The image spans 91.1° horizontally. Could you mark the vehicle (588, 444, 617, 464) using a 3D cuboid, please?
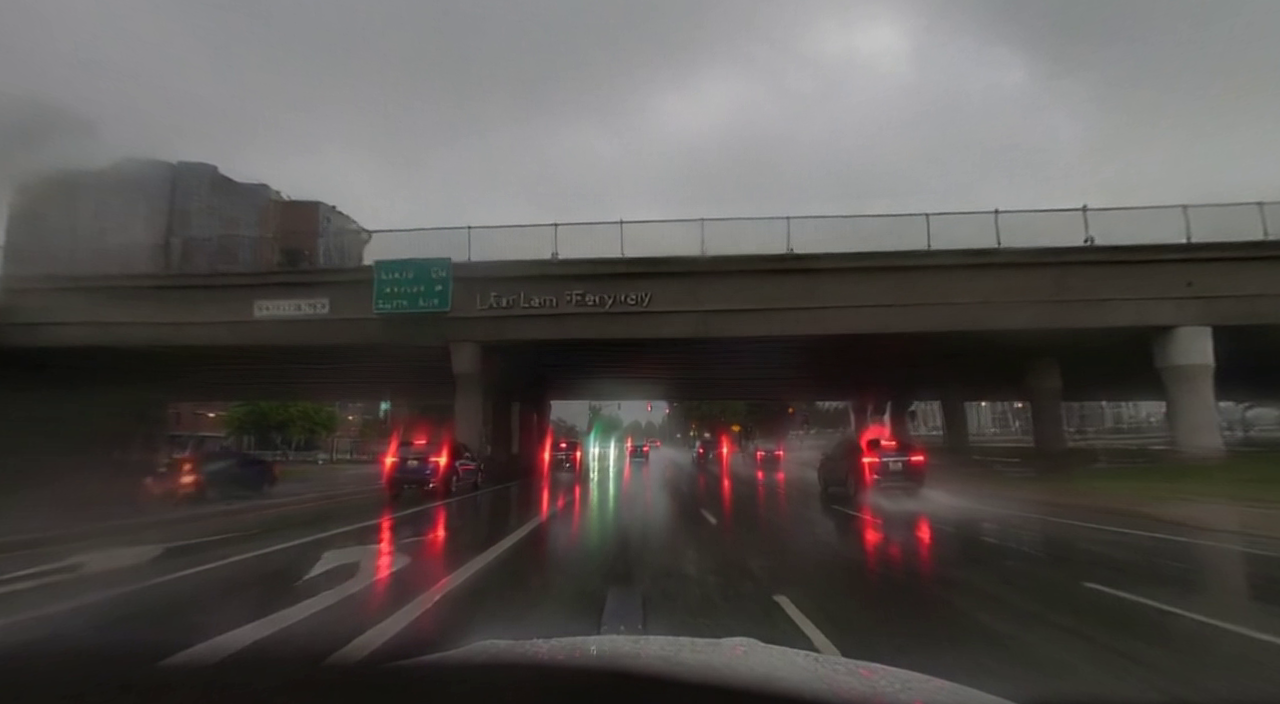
[{"bbox_3d":[-2.841,7.886,48.830,1.980,1.491,4.351,0,-8,0],"label":"vehicle"}]

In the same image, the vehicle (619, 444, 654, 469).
[{"bbox_3d":[-0.216,6.390,38.748,2.026,1.453,3.780,0,-8,0],"label":"vehicle"}]

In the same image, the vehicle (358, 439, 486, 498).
[{"bbox_3d":[-6.071,3.280,18.142,2.070,1.488,4.376,0,-8,1],"label":"vehicle"}]

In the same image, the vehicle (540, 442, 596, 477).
[{"bbox_3d":[-3.208,4.907,28.881,2.041,1.466,4.212,0,-8,1],"label":"vehicle"}]

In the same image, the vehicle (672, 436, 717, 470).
[{"bbox_3d":[3.021,5.737,35.822,2.034,1.762,4.420,0,-8,-1],"label":"vehicle"}]

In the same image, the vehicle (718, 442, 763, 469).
[{"bbox_3d":[6.079,6.300,38.413,1.924,1.527,4.268,0,-8,-2],"label":"vehicle"}]

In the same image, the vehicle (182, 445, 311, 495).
[{"bbox_3d":[-15.181,4.544,24.621,2.015,1.722,4.640,0,-8,0],"label":"vehicle"}]

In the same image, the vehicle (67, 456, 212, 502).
[{"bbox_3d":[-18.764,4.739,23.833,1.906,1.468,4.331,0,-8,0],"label":"vehicle"}]

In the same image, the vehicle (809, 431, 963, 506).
[{"bbox_3d":[6.014,2.878,16.055,2.056,1.624,4.498,0,-8,-1],"label":"vehicle"}]
